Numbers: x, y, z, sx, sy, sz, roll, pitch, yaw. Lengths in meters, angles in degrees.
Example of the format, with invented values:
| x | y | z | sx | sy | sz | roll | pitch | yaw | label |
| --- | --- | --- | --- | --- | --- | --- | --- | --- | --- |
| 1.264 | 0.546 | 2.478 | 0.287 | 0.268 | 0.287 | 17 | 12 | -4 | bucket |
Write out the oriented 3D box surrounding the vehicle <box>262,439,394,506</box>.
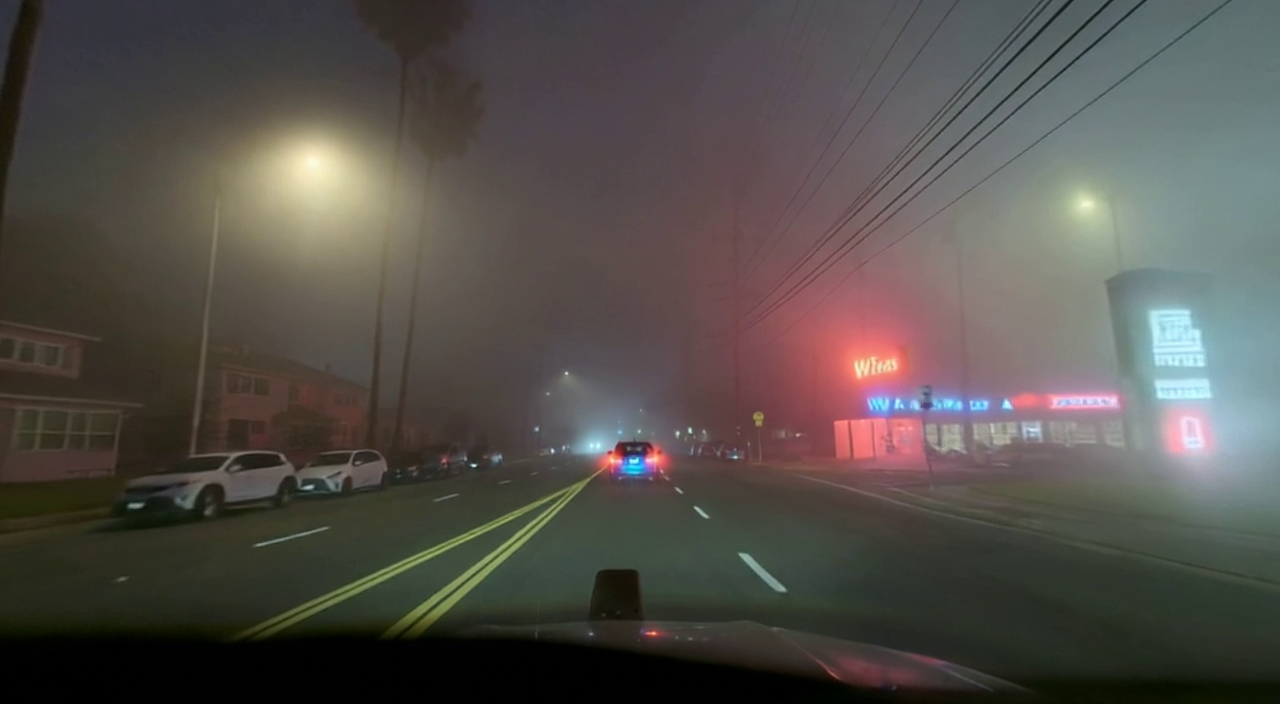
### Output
| x | y | z | sx | sy | sz | roll | pitch | yaw | label |
| --- | --- | --- | --- | --- | --- | --- | --- | --- | --- |
| -10.161 | 3.894 | 21.041 | 1.992 | 1.744 | 4.896 | -1 | -6 | -1 | vehicle |

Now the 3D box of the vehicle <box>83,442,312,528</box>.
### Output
| x | y | z | sx | sy | sz | roll | pitch | yaw | label |
| --- | --- | --- | --- | --- | --- | --- | --- | --- | --- |
| -10.124 | 3.026 | 15.027 | 2.075 | 1.693 | 4.696 | 0 | -9 | -1 | vehicle |

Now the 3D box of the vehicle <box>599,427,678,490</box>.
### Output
| x | y | z | sx | sy | sz | roll | pitch | yaw | label |
| --- | --- | --- | --- | --- | --- | --- | --- | --- | --- |
| -0.121 | 3.439 | 20.557 | 2.264 | 1.798 | 4.563 | 0 | -9 | -2 | vehicle |

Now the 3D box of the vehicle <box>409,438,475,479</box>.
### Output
| x | y | z | sx | sy | sz | roll | pitch | yaw | label |
| --- | --- | --- | --- | --- | --- | --- | --- | --- | --- |
| -10.041 | 5.418 | 32.285 | 1.958 | 1.937 | 4.114 | 0 | -9 | 1 | vehicle |

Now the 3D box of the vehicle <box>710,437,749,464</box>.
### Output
| x | y | z | sx | sy | sz | roll | pitch | yaw | label |
| --- | --- | --- | --- | --- | --- | --- | --- | --- | --- |
| 6.041 | 6.700 | 42.884 | 2.005 | 1.775 | 4.324 | 0 | -9 | 0 | vehicle |

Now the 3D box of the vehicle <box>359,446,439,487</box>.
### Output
| x | y | z | sx | sy | sz | roll | pitch | yaw | label |
| --- | --- | --- | --- | --- | --- | --- | --- | --- | --- |
| -10.075 | 4.795 | 26.657 | 1.812 | 1.578 | 4.037 | 0 | -9 | 0 | vehicle |

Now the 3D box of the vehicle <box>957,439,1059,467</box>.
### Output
| x | y | z | sx | sy | sz | roll | pitch | yaw | label |
| --- | --- | --- | --- | --- | --- | --- | --- | --- | --- |
| 20.736 | 5.711 | 35.599 | 4.488 | 1.470 | 1.994 | 0 | -9 | -2 | vehicle |
